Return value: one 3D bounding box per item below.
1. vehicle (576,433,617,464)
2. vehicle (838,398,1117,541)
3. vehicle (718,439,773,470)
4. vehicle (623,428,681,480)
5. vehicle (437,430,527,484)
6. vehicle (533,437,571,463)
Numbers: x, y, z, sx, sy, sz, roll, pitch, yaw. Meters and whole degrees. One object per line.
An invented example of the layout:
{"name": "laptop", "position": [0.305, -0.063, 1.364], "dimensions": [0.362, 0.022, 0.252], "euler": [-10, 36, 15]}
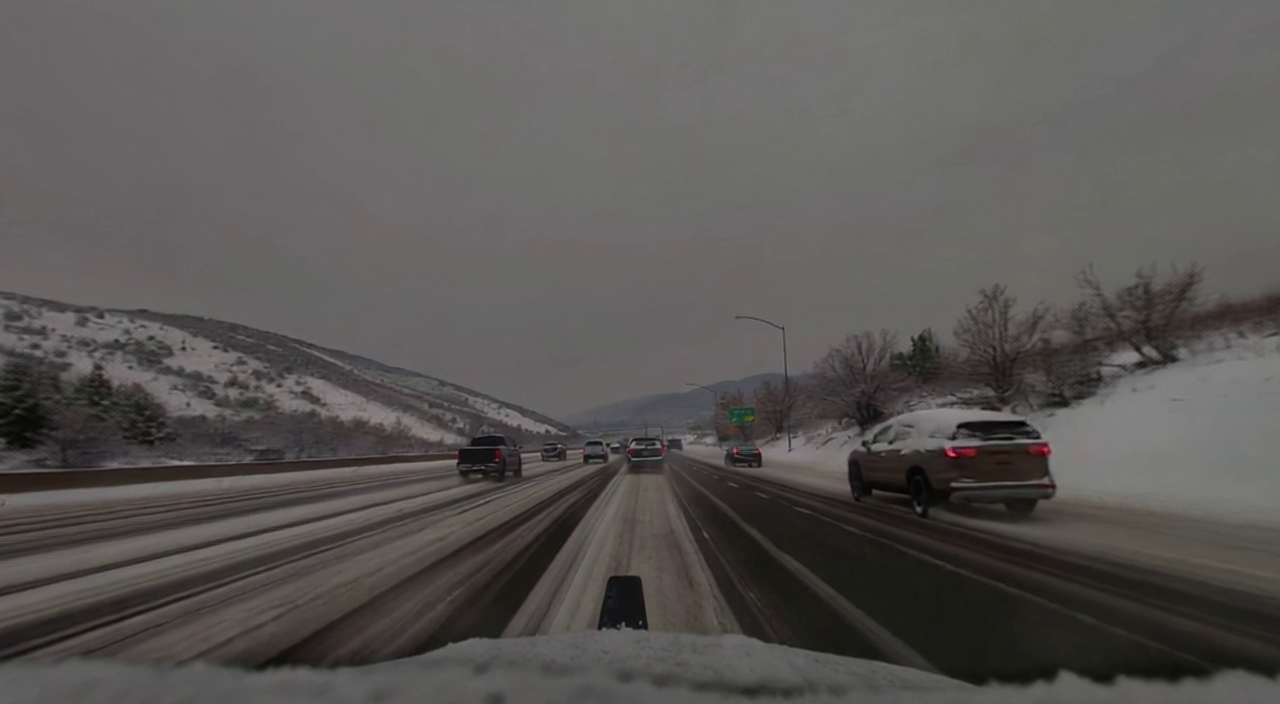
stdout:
{"name": "vehicle", "position": [-2.963, 6.745, 44.340], "dimensions": [2.316, 1.999, 5.765], "euler": [0, -8, 1]}
{"name": "vehicle", "position": [5.210, 1.891, 10.733], "dimensions": [2.029, 1.859, 4.669], "euler": [0, -8, -2]}
{"name": "vehicle", "position": [5.344, 5.279, 32.659], "dimensions": [1.998, 1.456, 4.338], "euler": [0, -8, -1]}
{"name": "vehicle", "position": [0.418, 3.932, 24.508], "dimensions": [2.052, 1.808, 3.898], "euler": [0, -8, 0]}
{"name": "vehicle", "position": [-5.811, 3.937, 23.927], "dimensions": [2.160, 1.799, 5.001], "euler": [0, -8, 0]}
{"name": "vehicle", "position": [-6.408, 7.188, 46.469], "dimensions": [2.036, 1.813, 4.564], "euler": [0, -8, 1]}
